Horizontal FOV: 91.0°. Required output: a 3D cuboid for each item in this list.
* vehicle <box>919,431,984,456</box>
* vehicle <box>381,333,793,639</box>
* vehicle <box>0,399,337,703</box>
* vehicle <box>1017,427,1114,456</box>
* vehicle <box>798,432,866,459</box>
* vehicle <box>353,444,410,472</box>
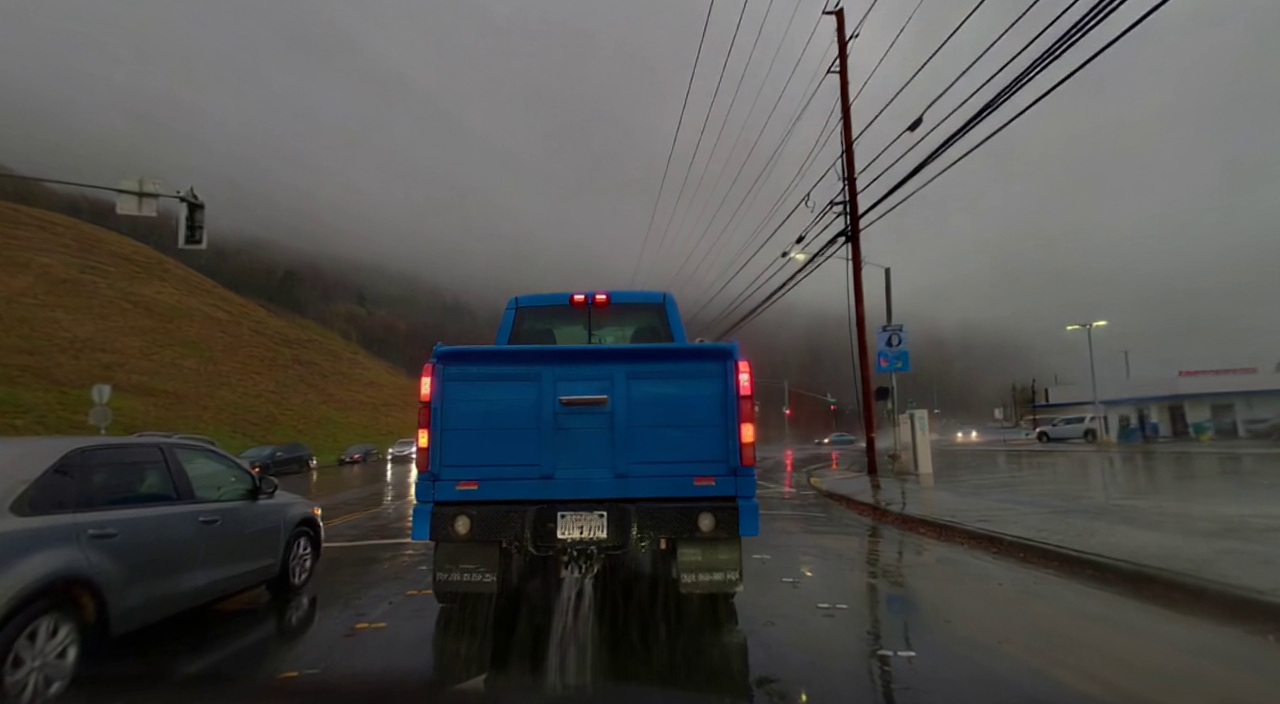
[{"bbox_3d":[22.541,6.627,45.513,5.021,1.757,2.012,6,-11,-36],"label":"vehicle"},{"bbox_3d":[-0.419,1.322,7.201,2.859,2.144,5.406,0,-9,-1],"label":"vehicle"},{"bbox_3d":[-3.956,1.188,3.974,2.017,1.555,4.150,-1,-9,0],"label":"vehicle"},{"bbox_3d":[25.574,5.392,37.916,4.419,1.496,1.854,-2,-9,1],"label":"vehicle"},{"bbox_3d":[13.466,6.552,44.046,4.975,1.799,2.117,7,-11,-40],"label":"vehicle"},{"bbox_3d":[-17.106,7.015,41.909,2.133,1.690,4.331,0,-9,-3],"label":"vehicle"}]
